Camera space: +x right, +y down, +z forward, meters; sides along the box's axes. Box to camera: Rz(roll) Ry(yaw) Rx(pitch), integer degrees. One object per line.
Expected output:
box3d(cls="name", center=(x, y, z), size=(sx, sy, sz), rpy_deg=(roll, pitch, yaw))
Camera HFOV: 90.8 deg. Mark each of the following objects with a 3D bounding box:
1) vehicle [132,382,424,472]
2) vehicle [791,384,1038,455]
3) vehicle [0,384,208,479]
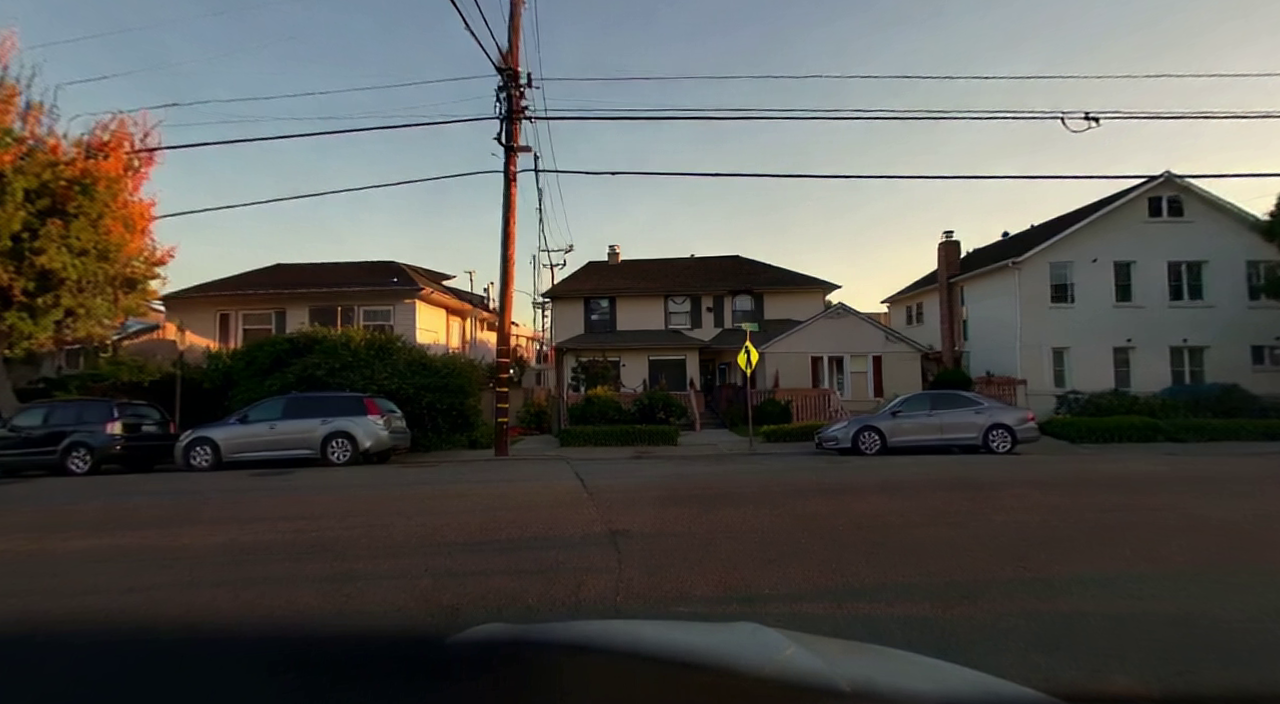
box3d(cls="vehicle", center=(-7.399, 1.599, 13.338), size=(4.943, 1.731, 1.877), rpy_deg=(0, -8, -1))
box3d(cls="vehicle", center=(5.699, 1.477, 13.545), size=(4.469, 1.391, 1.746), rpy_deg=(0, -8, -1))
box3d(cls="vehicle", center=(-12.127, 1.726, 13.594), size=(4.259, 1.878, 1.842), rpy_deg=(0, -8, 1))
